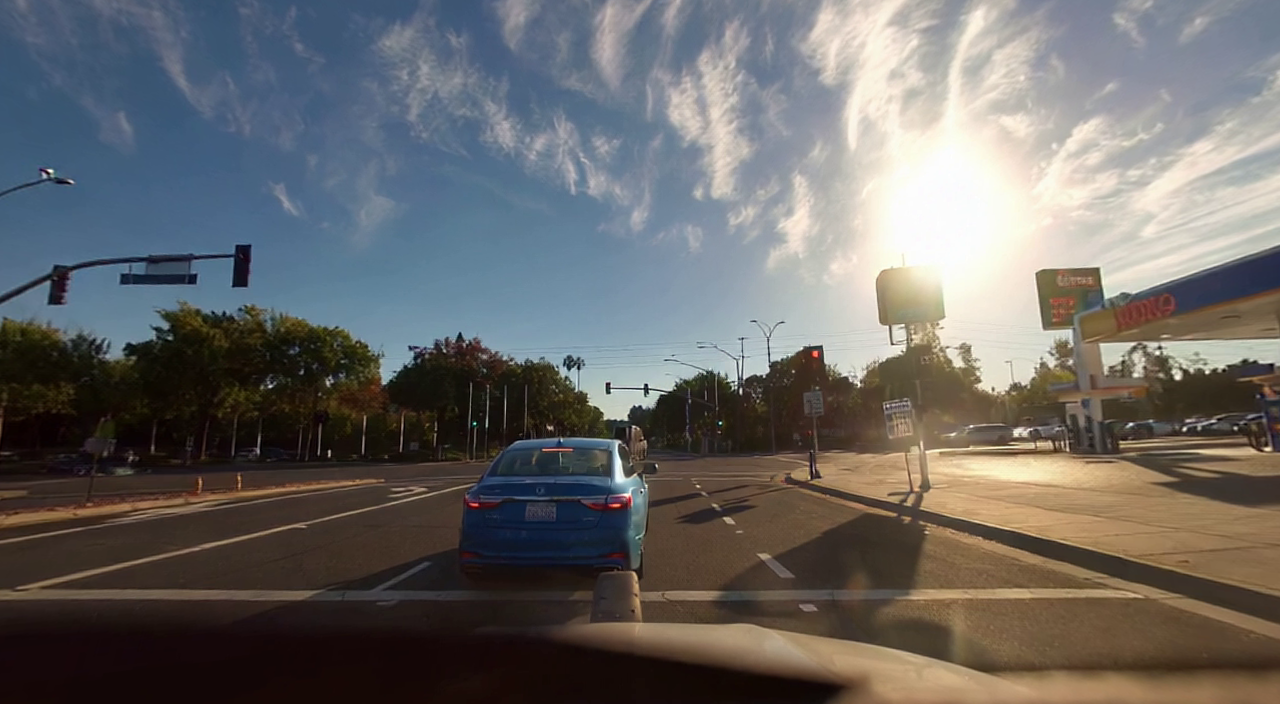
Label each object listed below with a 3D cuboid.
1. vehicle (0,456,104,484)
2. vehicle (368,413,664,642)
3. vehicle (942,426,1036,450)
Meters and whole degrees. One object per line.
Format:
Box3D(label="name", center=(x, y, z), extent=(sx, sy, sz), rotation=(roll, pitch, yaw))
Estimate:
Box3D(label="vehicle", center=(-35.022, 6.982, 37.559), extent=(1.796, 1.440, 4.802), rotation=(-1, -8, 4))
Box3D(label="vehicle", center=(-0.762, 1.508, 6.547), extent=(1.916, 1.510, 4.447), rotation=(-1, -8, 3))
Box3D(label="vehicle", center=(22.540, 5.594, 40.968), extent=(4.874, 1.502, 2.048), rotation=(0, -8, -1))
